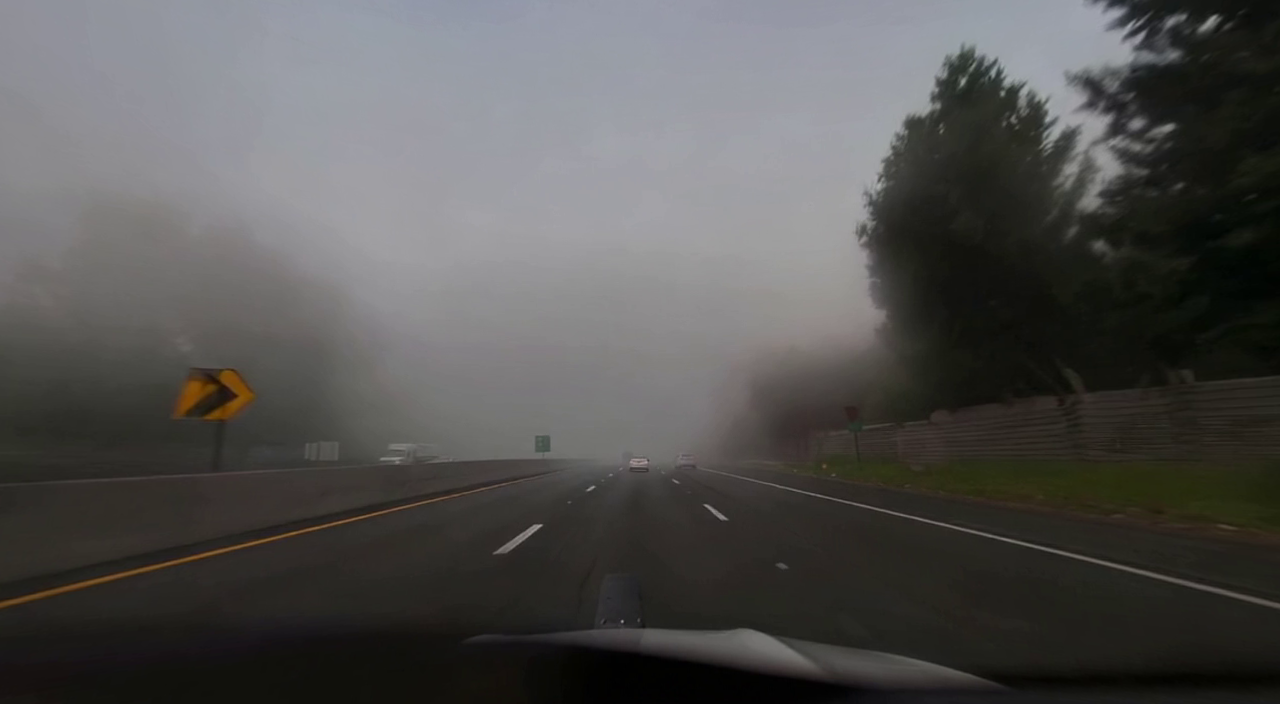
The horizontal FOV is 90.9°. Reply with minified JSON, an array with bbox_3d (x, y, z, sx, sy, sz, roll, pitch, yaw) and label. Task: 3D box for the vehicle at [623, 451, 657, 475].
[{"bbox_3d":[-0.052,7.045,40.175,2.065,1.400,4.028,0,-9,-2],"label":"vehicle"}]
